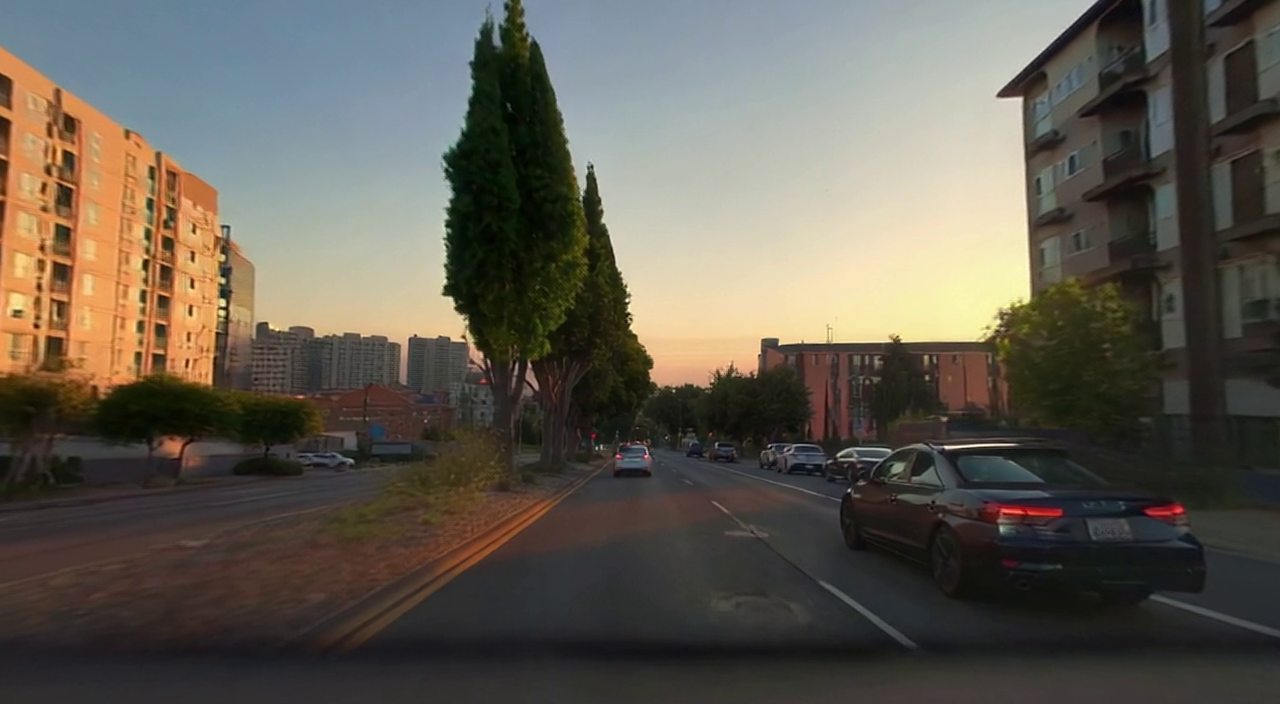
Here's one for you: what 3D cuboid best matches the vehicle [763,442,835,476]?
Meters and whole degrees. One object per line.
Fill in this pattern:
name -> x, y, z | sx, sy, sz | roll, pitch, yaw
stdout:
vehicle -> 7.417, 5.018, 30.017 | 2.014, 1.465, 4.769 | 0, -8, -2

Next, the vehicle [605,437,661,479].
vehicle -> -0.252, 4.040, 24.278 | 2.006, 1.487, 3.535 | 0, -8, 0

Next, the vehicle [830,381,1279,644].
vehicle -> 3.547, 1.351, 6.275 | 1.949, 1.723, 4.020 | 0, -8, -1

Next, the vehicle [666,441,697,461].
vehicle -> 3.073, 7.409, 47.427 | 1.910, 1.474, 4.003 | 0, -8, -2
